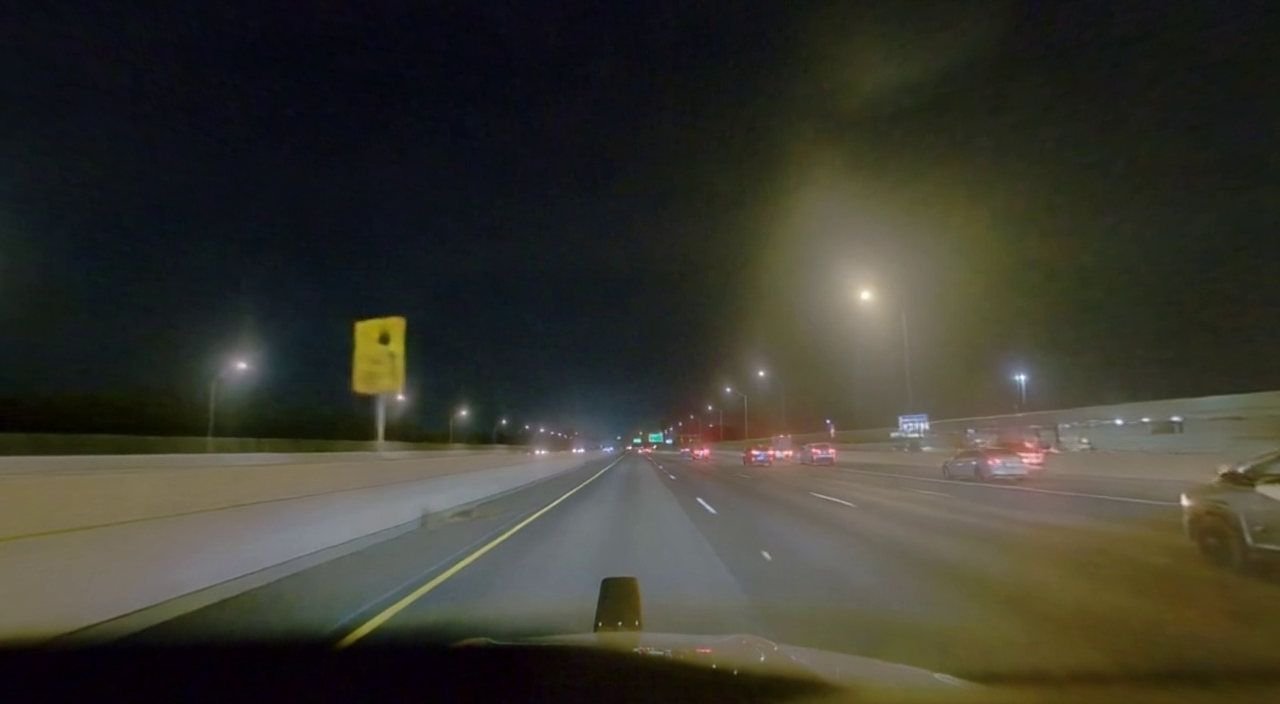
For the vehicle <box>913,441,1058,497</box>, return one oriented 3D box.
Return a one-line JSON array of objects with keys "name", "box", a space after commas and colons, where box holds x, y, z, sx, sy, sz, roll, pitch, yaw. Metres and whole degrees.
[{"name": "vehicle", "box": [9.792, 3.325, 18.354, 1.836, 1.418, 4.132, 0, -9, 0]}]
